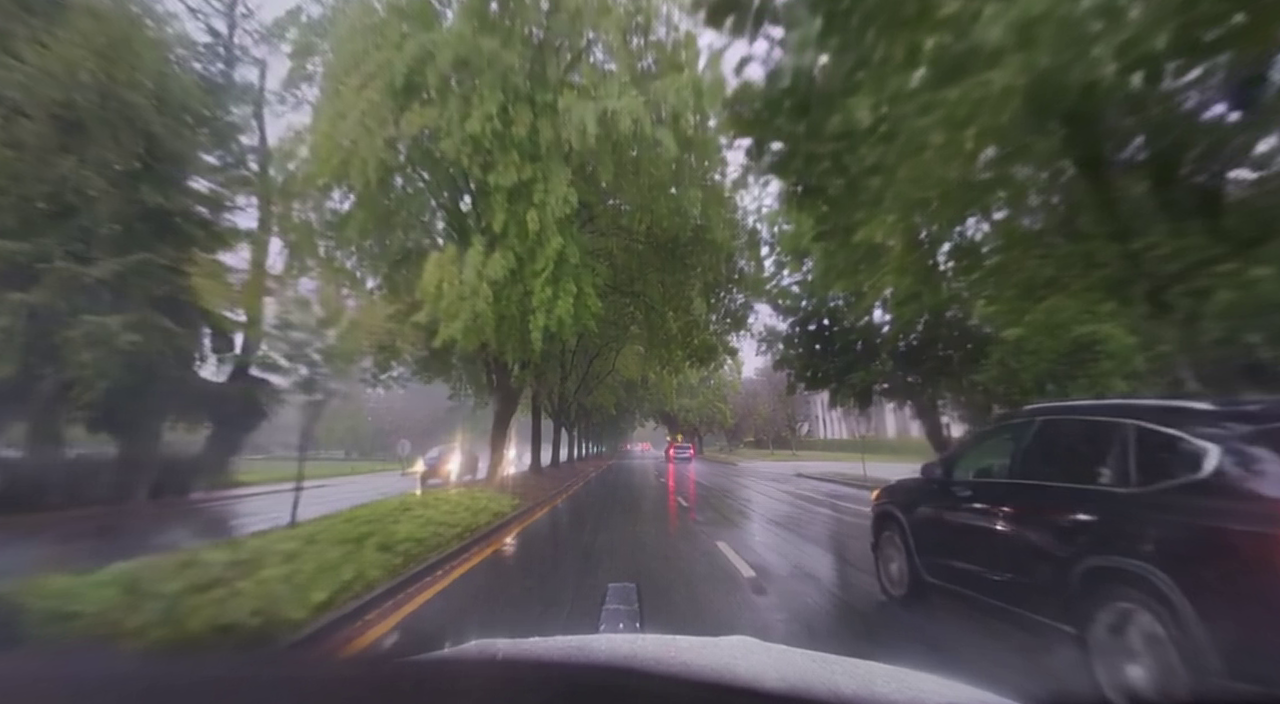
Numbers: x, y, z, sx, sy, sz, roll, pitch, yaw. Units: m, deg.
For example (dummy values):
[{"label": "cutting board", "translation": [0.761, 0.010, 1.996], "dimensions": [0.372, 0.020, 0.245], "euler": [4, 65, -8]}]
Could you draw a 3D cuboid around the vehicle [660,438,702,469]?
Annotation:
[{"label": "vehicle", "translation": [2.418, 6.139, 38.365], "dimensions": [2.164, 1.725, 4.285], "euler": [0, -9, -1]}]

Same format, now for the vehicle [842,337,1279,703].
[{"label": "vehicle", "translation": [3.079, 1.037, 3.919], "dimensions": [2.066, 1.603, 4.475], "euler": [0, -8, -1]}]

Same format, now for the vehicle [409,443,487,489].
[{"label": "vehicle", "translation": [-8.114, 4.840, 27.114], "dimensions": [1.973, 1.701, 4.338], "euler": [-2, -9, 0]}]
